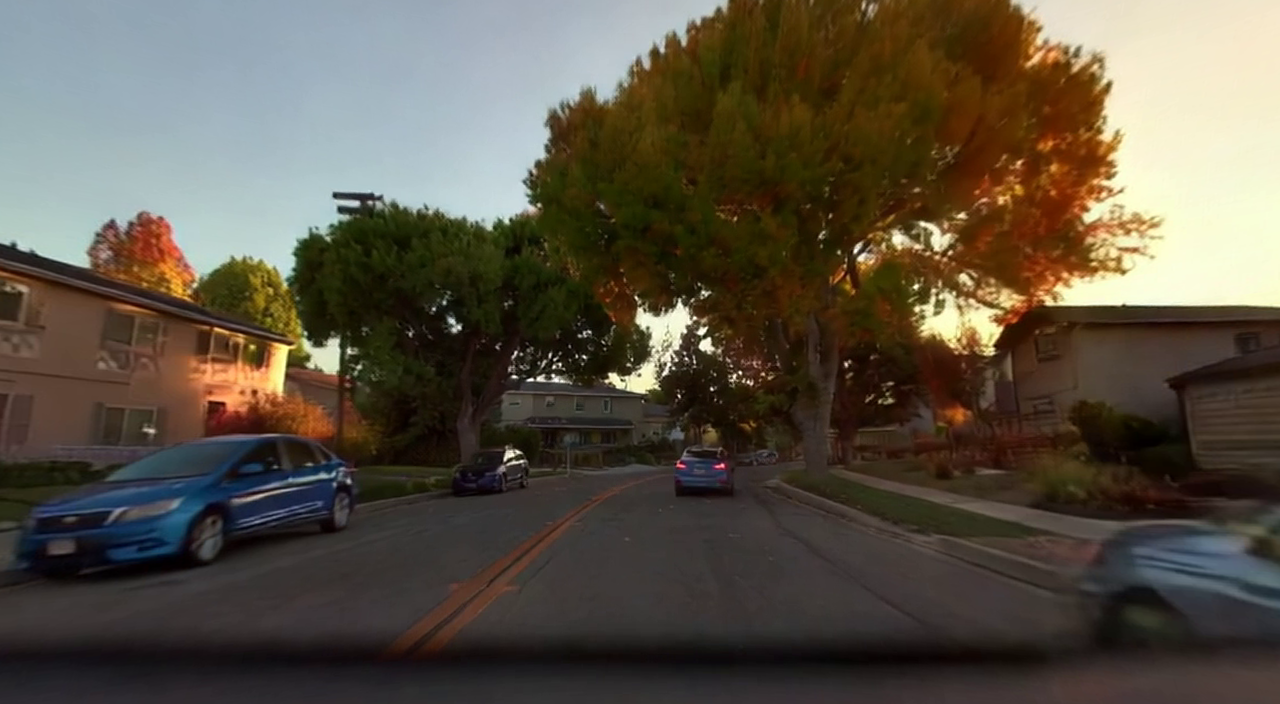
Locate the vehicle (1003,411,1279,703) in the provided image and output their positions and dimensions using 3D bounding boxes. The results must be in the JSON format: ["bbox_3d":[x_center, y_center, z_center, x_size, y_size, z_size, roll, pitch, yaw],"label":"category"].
[{"bbox_3d":[3.506,0.858,1.466,2.429,1.502,4.474,1,-9,-4],"label":"vehicle"}]

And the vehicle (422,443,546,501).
[{"bbox_3d":[-5.157,4.048,21.831,2.641,1.747,4.738,-2,-8,7],"label":"vehicle"}]

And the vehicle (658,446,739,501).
[{"bbox_3d":[1.811,3.607,19.278,2.192,1.474,4.192,-1,-9,6],"label":"vehicle"}]

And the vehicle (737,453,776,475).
[{"bbox_3d":[8.196,7.914,44.812,2.089,1.462,4.529,0,-9,2],"label":"vehicle"}]

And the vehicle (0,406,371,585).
[{"bbox_3d":[-6.142,1.969,9.398,2.235,1.851,4.662,-3,-9,0],"label":"vehicle"}]
